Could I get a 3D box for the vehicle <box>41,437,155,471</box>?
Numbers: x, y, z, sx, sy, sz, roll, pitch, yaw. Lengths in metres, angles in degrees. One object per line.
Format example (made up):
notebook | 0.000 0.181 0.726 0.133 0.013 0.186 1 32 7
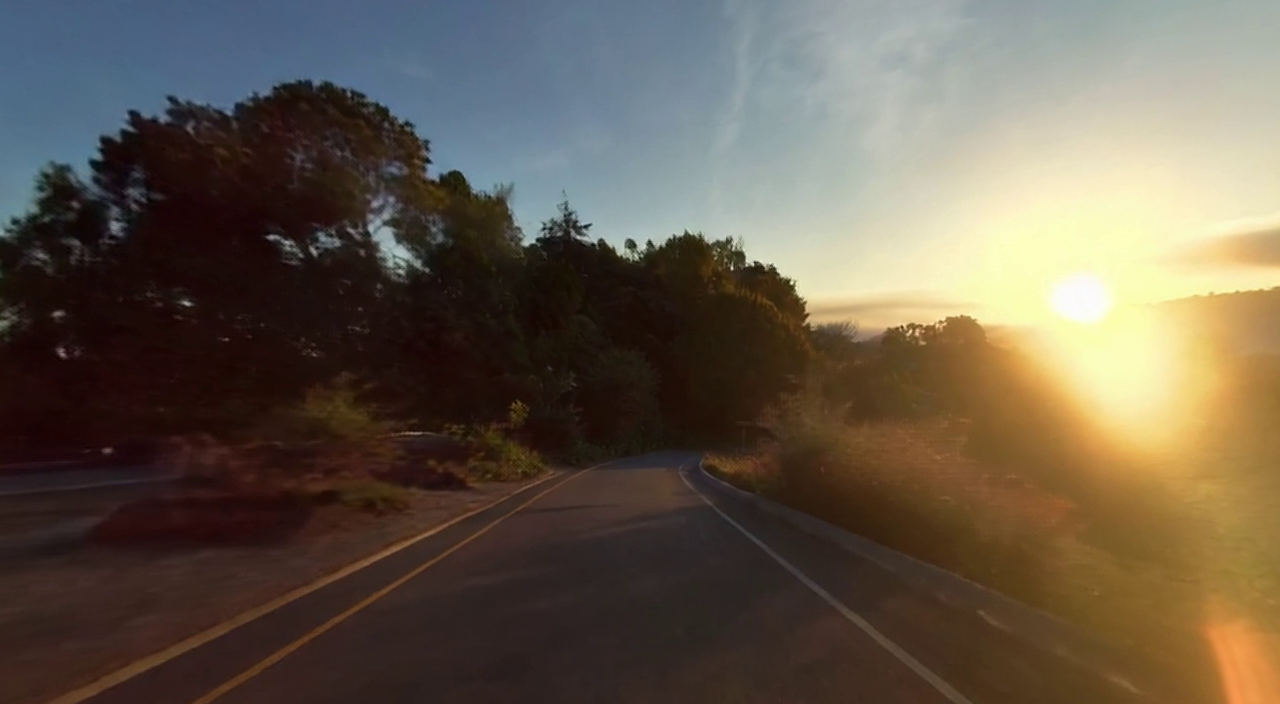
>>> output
vehicle | -29.994 5.651 35.269 1.885 1.719 5.522 1 -9 -6
